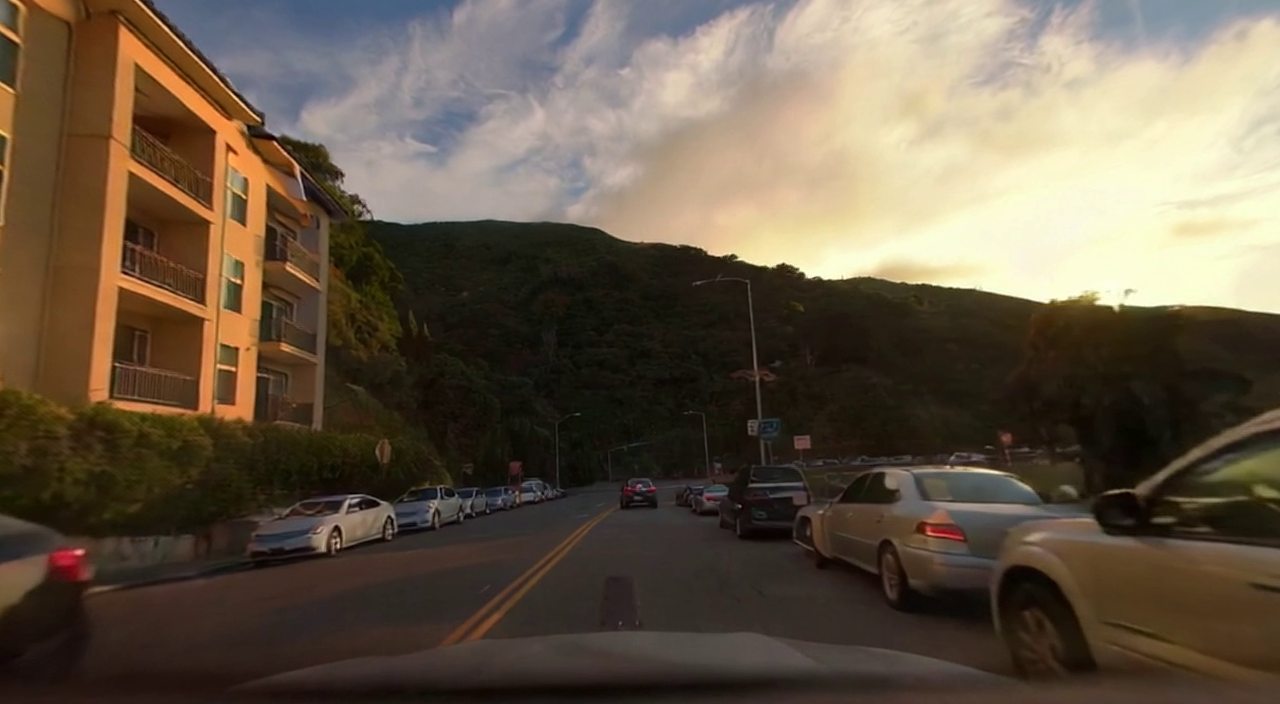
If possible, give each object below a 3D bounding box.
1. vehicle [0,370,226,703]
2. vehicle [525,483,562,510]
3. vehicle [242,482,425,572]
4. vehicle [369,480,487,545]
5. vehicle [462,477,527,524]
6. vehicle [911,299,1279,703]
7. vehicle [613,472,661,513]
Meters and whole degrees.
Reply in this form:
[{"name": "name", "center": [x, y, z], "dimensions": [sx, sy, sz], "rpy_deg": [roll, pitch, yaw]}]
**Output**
[{"name": "vehicle", "center": [-3.084, 0.679, 0.678], "dimensions": [2.102, 1.621, 4.627], "rpy_deg": [0, -9, 0]}, {"name": "vehicle", "center": [-6.626, 9.959, 43.572], "dimensions": [1.859, 1.428, 4.465], "rpy_deg": [0, -9, -1]}, {"name": "vehicle", "center": [-6.512, 3.738, 14.031], "dimensions": [1.772, 1.415, 4.361], "rpy_deg": [0, -9, 2]}, {"name": "vehicle", "center": [-6.224, 4.751, 19.115], "dimensions": [1.905, 1.475, 4.592], "rpy_deg": [0, -9, 1]}, {"name": "vehicle", "center": [-6.532, 6.676, 28.724], "dimensions": [2.013, 1.729, 4.329], "rpy_deg": [0, -8, -2]}, {"name": "vehicle", "center": [2.922, 0.753, 1.965], "dimensions": [2.139, 1.752, 4.411], "rpy_deg": [0, -9, 0]}, {"name": "vehicle", "center": [-0.196, 6.927, 31.268], "dimensions": [2.201, 1.731, 3.854], "rpy_deg": [0, -8, -2]}]
